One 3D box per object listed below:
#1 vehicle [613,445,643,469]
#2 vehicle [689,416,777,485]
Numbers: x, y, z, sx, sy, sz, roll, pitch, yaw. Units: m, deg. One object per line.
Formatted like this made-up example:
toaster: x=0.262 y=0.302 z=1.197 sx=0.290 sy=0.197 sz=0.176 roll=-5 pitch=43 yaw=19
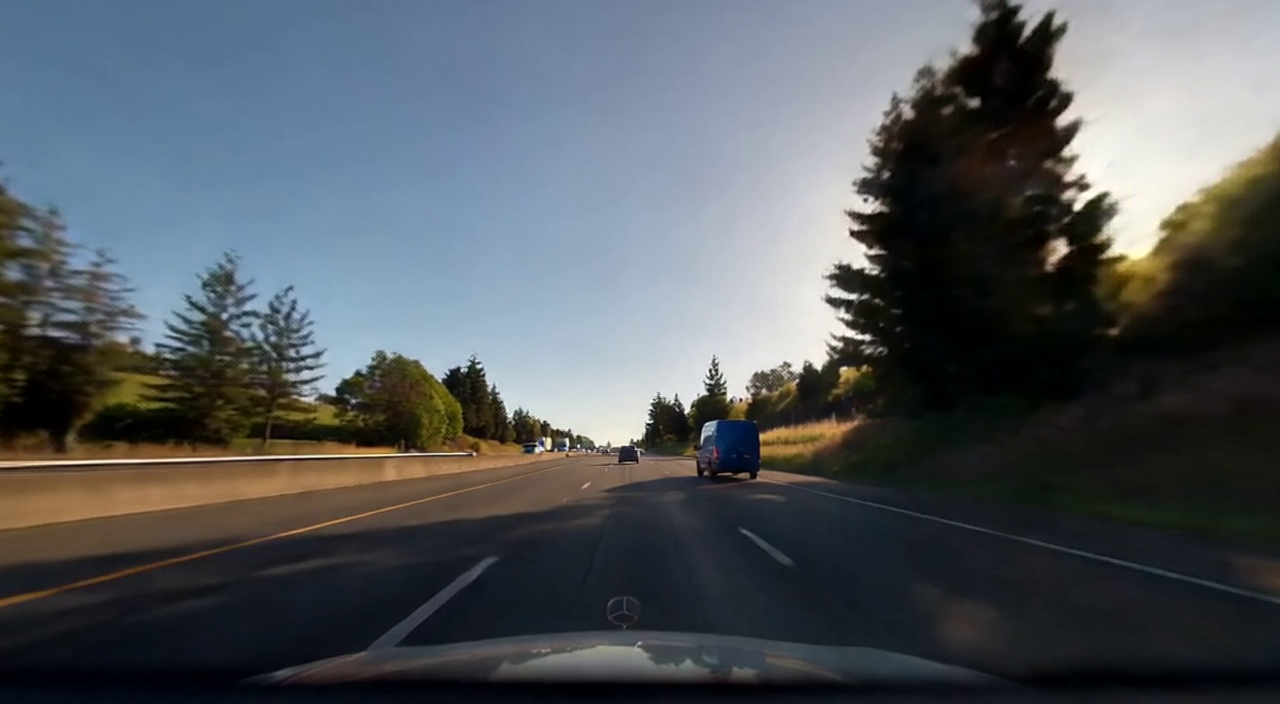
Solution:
vehicle: x=-0.833 y=7.679 z=46.284 sx=2.069 sy=1.666 sz=4.338 roll=0 pitch=-9 yaw=1
vehicle: x=3.687 y=4.123 z=26.539 sx=2.552 sy=2.524 sz=6.630 roll=0 pitch=-9 yaw=-1
